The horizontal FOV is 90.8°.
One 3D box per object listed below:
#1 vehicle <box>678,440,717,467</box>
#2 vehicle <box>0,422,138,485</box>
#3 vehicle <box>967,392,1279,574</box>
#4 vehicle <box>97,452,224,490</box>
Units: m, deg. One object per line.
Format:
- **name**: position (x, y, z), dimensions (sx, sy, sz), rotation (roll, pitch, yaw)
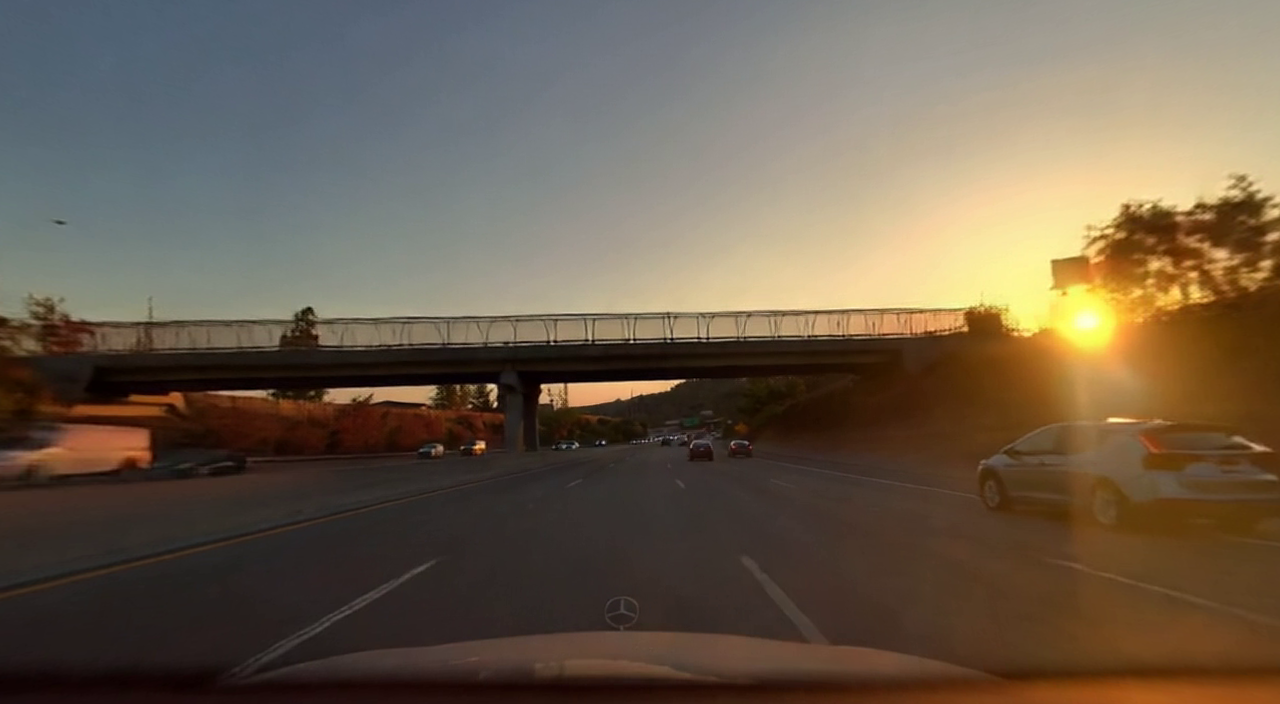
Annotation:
- **vehicle**: position (3.353, 5.970, 37.424), dimensions (1.981, 1.471, 4.342), rotation (0, -9, 1)
- **vehicle**: position (-28.513, 4.899, 30.725), dimensions (2.242, 2.658, 6.965), rotation (0, -9, 1)
- **vehicle**: position (7.008, 1.673, 8.855), dimensions (2.087, 1.806, 4.946), rotation (0, -9, -1)
- **vehicle**: position (-20.518, 5.080, 27.329), dimensions (1.916, 1.475, 4.525), rotation (0, -9, 1)
